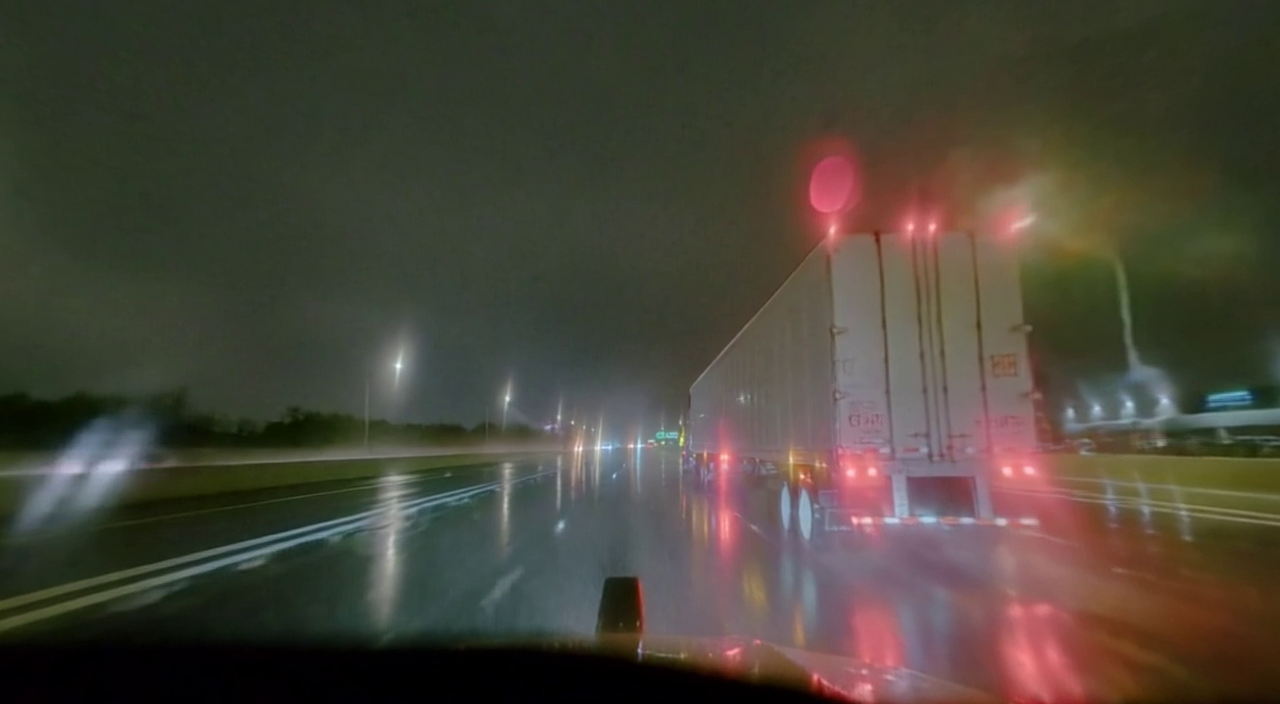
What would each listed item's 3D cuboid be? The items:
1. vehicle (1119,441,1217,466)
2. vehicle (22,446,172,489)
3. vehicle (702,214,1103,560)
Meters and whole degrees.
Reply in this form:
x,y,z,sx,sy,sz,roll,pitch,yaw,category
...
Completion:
x,y,z,sx,sy,sz,roll,pitch,yaw,category
37.803,7.246,45.151,4.941,1.744,2.132,-1,-9,3,vehicle
-22.609,4.796,26.564,1.983,1.655,4.774,0,-9,1,vehicle
3.842,1.520,15.479,2.949,4.149,16.046,0,-9,0,vehicle
